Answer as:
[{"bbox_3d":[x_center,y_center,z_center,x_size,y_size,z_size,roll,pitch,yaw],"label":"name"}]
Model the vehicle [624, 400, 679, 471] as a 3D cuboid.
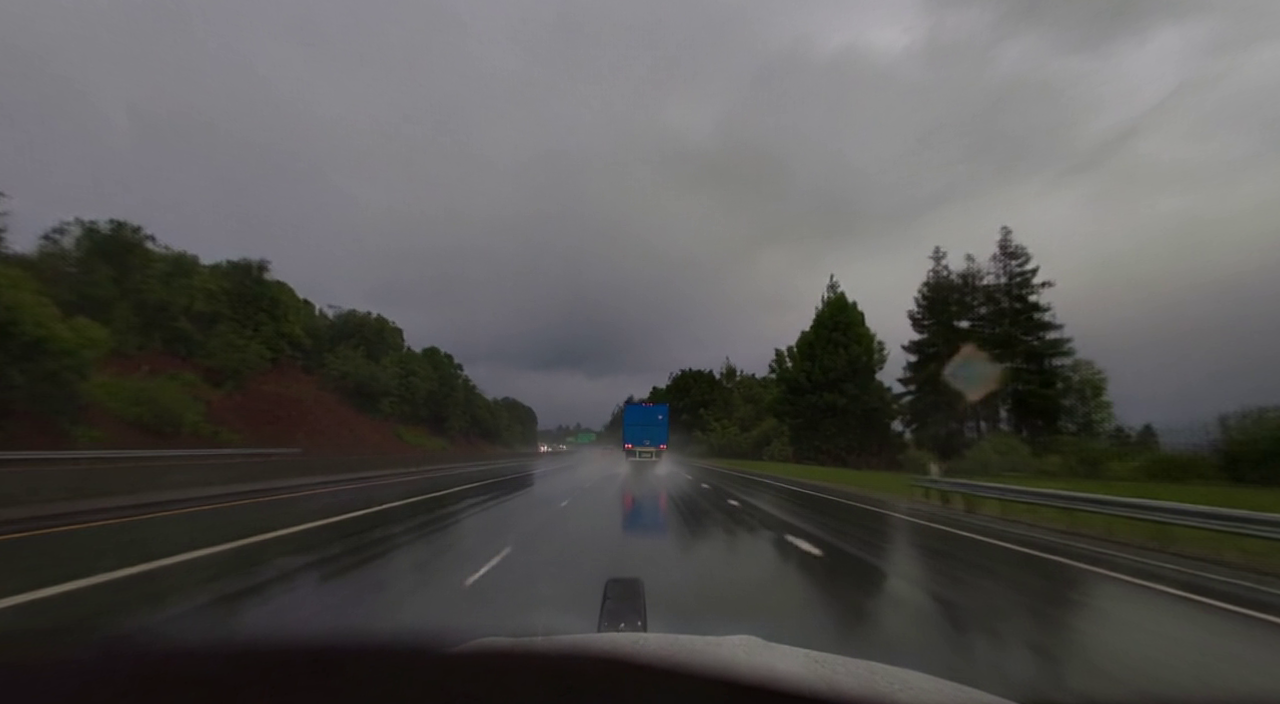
[{"bbox_3d":[0.510,5.607,41.424,3.055,4.009,10.972,0,-9,-2],"label":"vehicle"}]
